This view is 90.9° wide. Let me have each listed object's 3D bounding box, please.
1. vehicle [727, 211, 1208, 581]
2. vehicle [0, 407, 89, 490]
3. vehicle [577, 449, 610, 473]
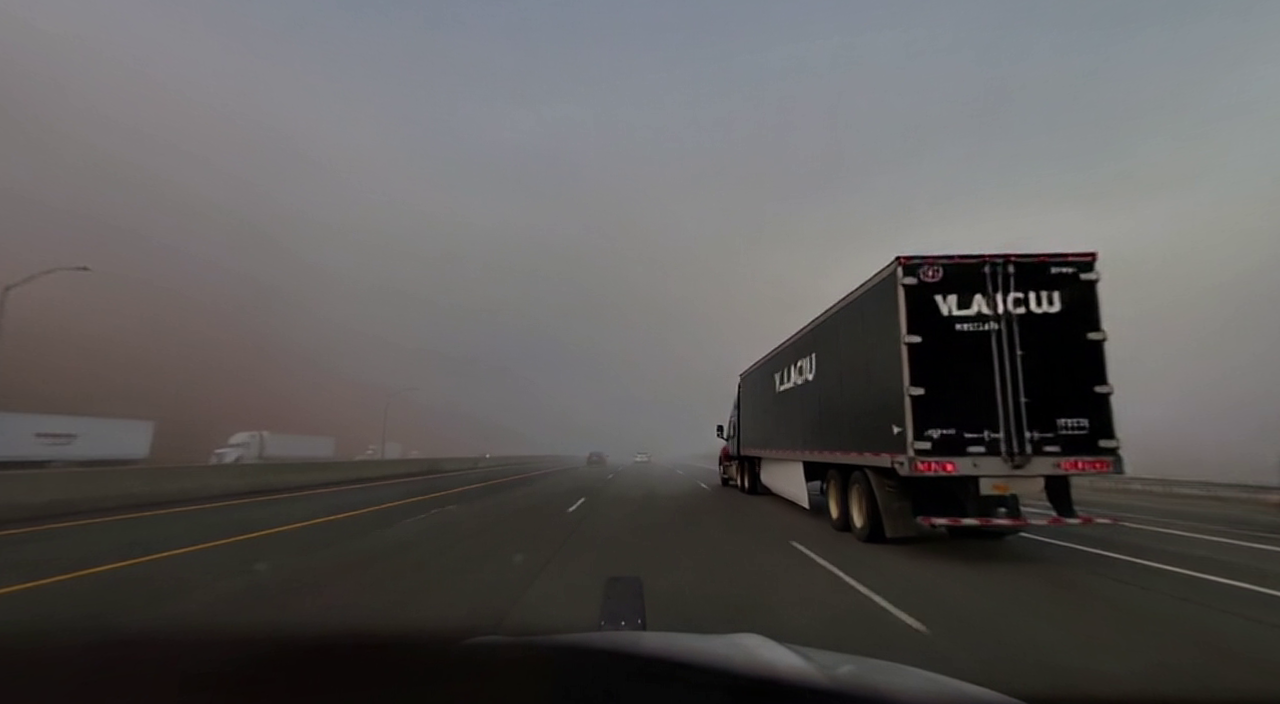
[{"bbox_3d":[4.472,1.480,13.987,2.847,4.075,14.244,0,-9,-1],"label":"vehicle"},{"bbox_3d":[-30.568,4.629,30.214,2.960,3.677,5.863,1,-9,-4],"label":"vehicle"},{"bbox_3d":[-3.392,8.050,46.773,2.107,1.626,4.804,0,-9,0],"label":"vehicle"}]
